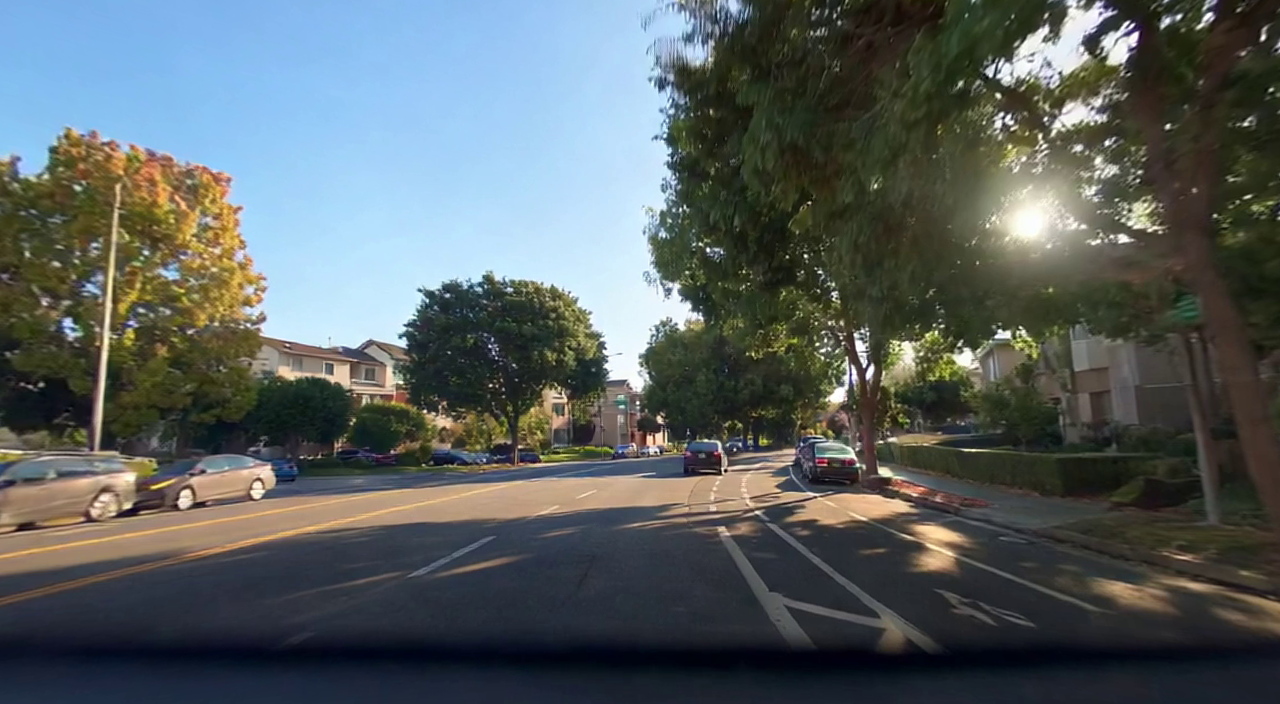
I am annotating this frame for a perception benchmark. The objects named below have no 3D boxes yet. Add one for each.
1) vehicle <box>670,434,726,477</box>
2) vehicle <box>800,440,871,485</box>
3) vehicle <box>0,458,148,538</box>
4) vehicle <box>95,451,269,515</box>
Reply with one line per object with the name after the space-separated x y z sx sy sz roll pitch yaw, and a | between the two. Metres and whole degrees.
2.585 4.419 27.233 1.852 1.680 4.488 -2 -9 12 | vehicle
7.031 3.991 23.206 1.940 1.456 4.502 -2 -9 11 | vehicle
-12.991 2.981 13.166 1.777 1.432 4.327 -1 -8 4 | vehicle
-12.610 3.579 17.763 1.805 1.535 3.798 -1 -8 5 | vehicle
